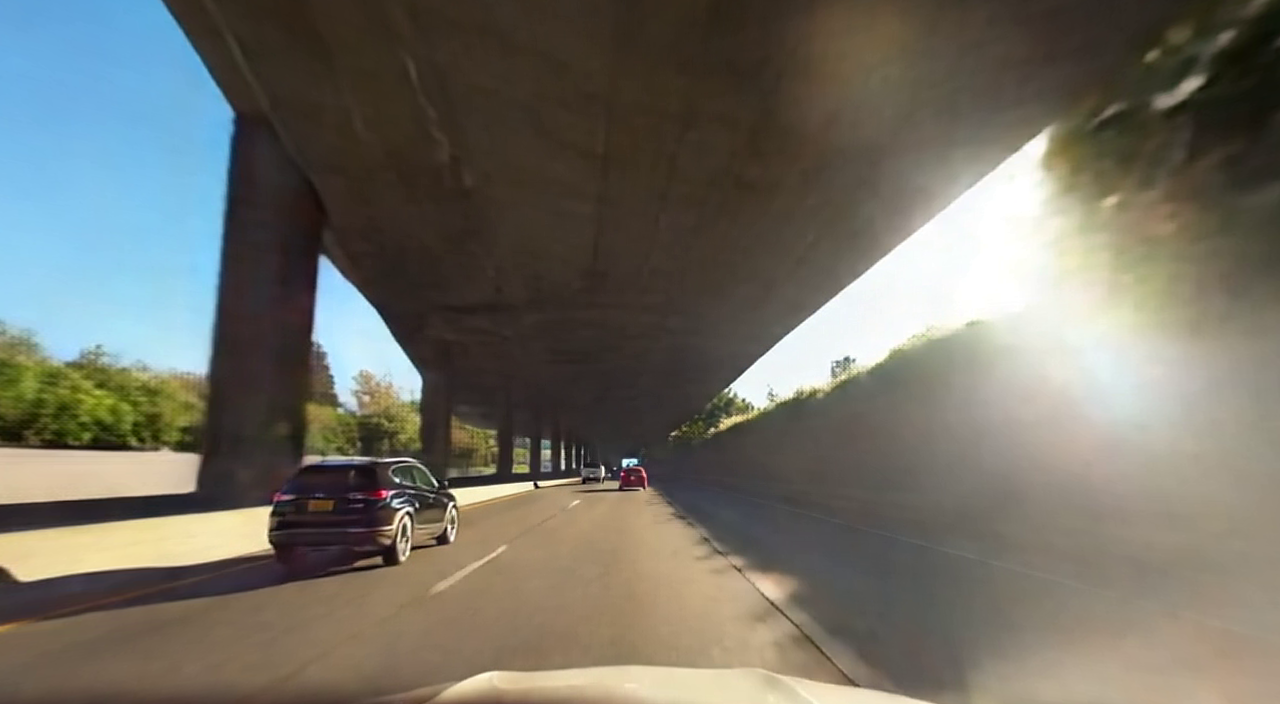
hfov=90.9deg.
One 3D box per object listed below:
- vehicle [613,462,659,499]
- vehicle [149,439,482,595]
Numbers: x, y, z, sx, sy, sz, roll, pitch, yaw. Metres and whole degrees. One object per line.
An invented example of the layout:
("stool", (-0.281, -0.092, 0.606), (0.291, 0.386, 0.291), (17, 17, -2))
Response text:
("vehicle", (-0.223, 5.976, 29.483), (1.992, 1.601, 3.762), (1, -10, -1))
("vehicle", (-3.880, 2.105, 8.778), (2.102, 1.521, 4.687), (1, -10, 0))
